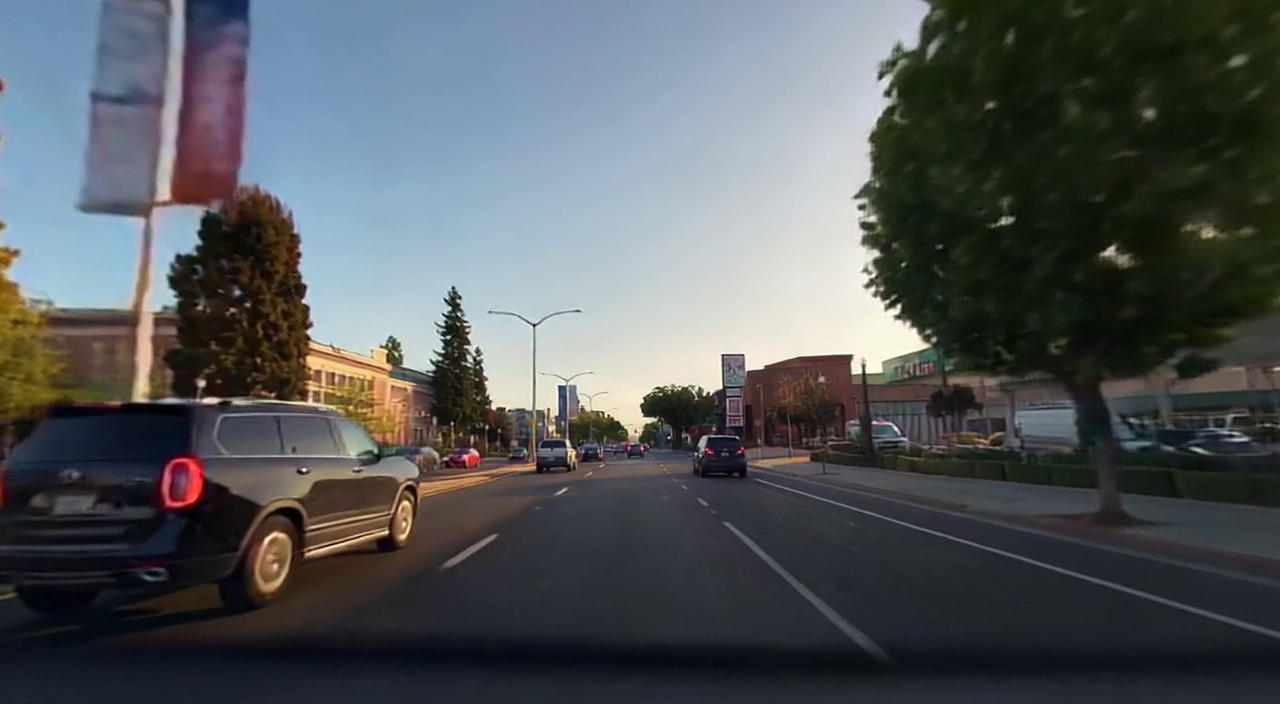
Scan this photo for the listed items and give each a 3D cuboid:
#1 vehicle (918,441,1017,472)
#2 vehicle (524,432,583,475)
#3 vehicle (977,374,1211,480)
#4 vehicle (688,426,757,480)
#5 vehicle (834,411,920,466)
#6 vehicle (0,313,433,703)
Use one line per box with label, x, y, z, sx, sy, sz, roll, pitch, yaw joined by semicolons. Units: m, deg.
vehicle;16.676;5.287;31.942;4.701;1.470;1.985;4;-9;-27
vehicle;-3.775;4.531;28.219;2.014;1.775;4.404;0;-8;0
vehicle;15.770;2.907;22.773;2.919;3.125;7.218;2;-10;-1
vehicle;3.153;3.976;24.912;2.024;1.921;4.431;0;-8;-2
vehicle;15.685;5.869;42.311;2.642;3.252;8.515;0;-8;1
vehicle;-3.693;1.103;5.387;2.210;1.925;4.838;0;-8;-1
